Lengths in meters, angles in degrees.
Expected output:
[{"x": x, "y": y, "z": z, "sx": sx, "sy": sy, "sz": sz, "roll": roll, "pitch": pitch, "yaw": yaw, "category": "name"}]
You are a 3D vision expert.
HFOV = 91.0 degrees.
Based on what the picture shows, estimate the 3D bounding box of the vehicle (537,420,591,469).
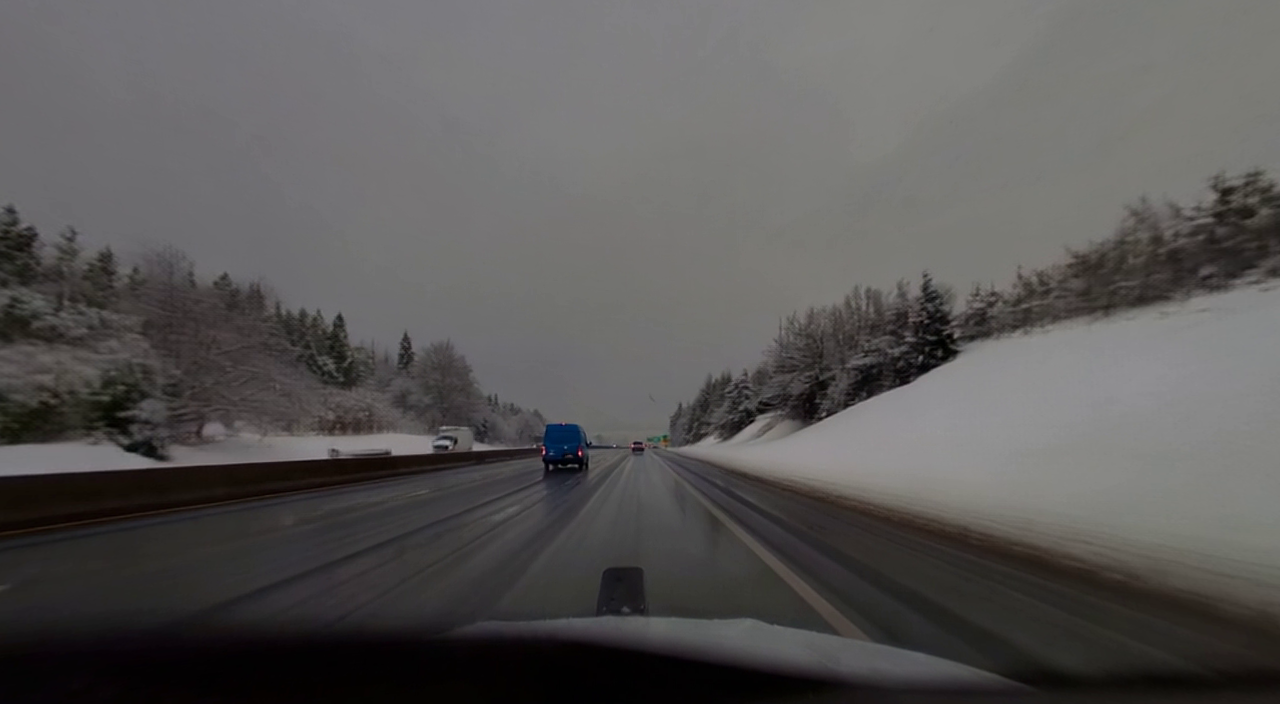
[{"x": -4.058, "y": 5.128, "z": 34.808, "sx": 2.329, "sy": 2.483, "sz": 5.428, "roll": 0, "pitch": -8, "yaw": 0, "category": "vehicle"}]
